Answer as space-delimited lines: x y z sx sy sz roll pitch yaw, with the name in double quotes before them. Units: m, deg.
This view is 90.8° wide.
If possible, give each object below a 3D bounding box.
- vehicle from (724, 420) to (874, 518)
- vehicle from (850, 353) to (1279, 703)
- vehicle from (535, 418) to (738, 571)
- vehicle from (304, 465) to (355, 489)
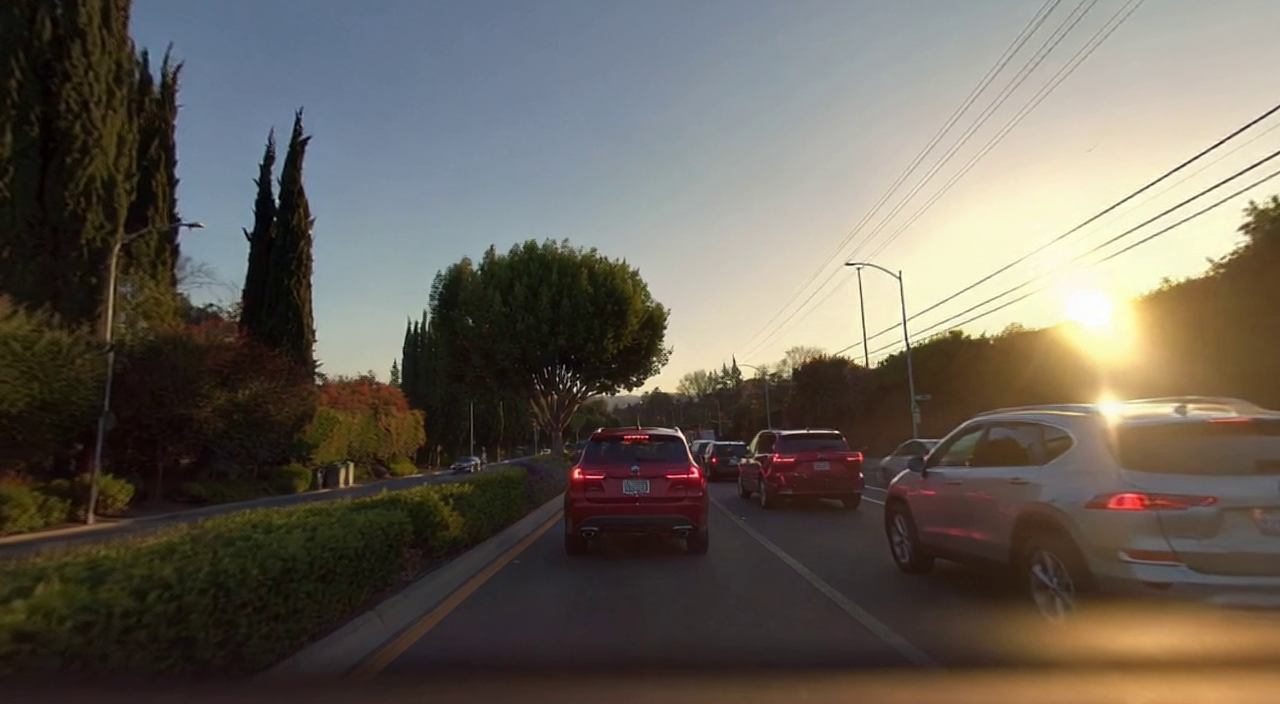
"vehicle" 3.297 2.548 14.227 2.097 1.818 4.625 0 -8 -1
"vehicle" 3.507 1.162 5.285 2.001 1.707 4.250 0 -8 0
"vehicle" -0.073 1.865 9.065 2.199 1.641 4.232 0 -8 -1
"vehicle" -22.878 9.198 46.691 1.847 1.554 3.926 0 -8 -1
